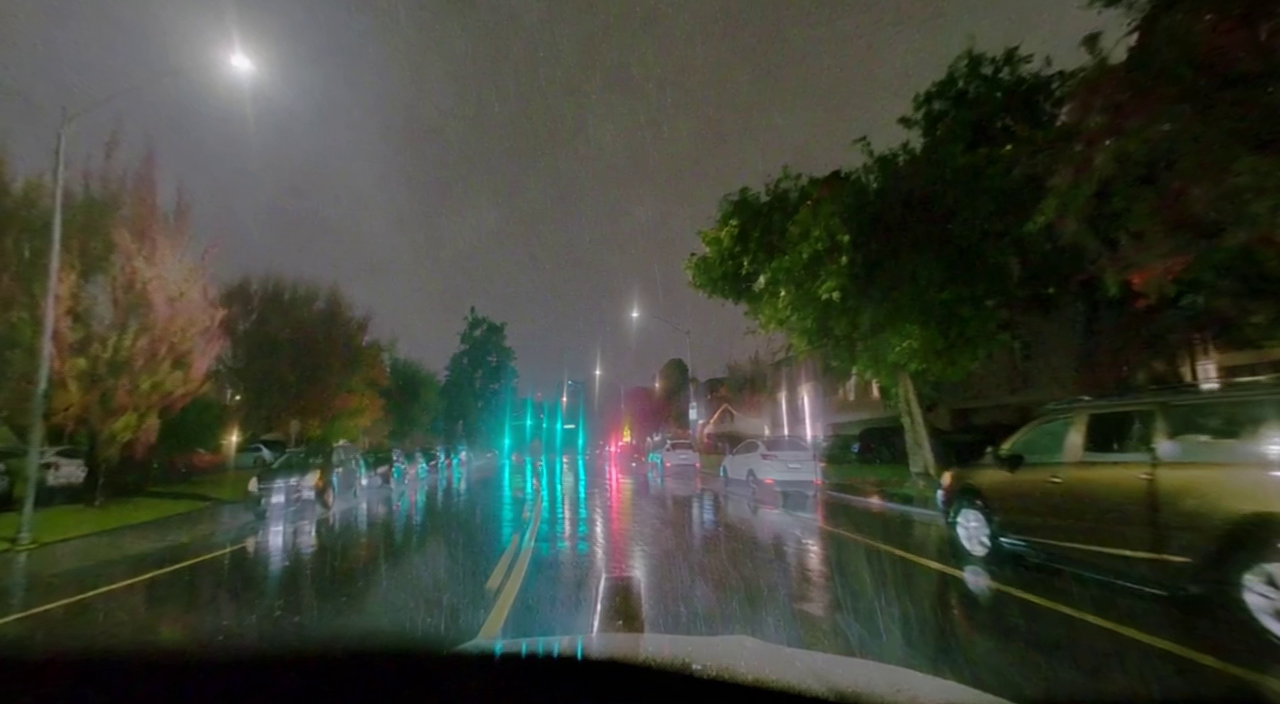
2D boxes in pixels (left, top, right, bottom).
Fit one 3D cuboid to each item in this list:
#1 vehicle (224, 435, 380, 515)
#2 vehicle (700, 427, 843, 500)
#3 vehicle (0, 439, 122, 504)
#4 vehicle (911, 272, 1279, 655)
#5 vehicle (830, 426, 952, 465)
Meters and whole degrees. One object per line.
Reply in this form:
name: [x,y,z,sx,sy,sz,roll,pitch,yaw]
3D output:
vehicle: [-8.879,3.257,17.253,2.033,1.759,5.372,0,-9,-9]
vehicle: [2.967,2.649,15.437,1.861,1.490,4.619,1,-9,-9]
vehicle: [-17.701,3.273,17.295,4.914,1.646,2.175,0,-9,-7]
vehicle: [4.604,0.791,4.692,2.259,2.118,5.567,1,-9,-5]
vehicle: [10.075,3.781,25.492,4.070,1.472,1.967,1,-9,-10]
